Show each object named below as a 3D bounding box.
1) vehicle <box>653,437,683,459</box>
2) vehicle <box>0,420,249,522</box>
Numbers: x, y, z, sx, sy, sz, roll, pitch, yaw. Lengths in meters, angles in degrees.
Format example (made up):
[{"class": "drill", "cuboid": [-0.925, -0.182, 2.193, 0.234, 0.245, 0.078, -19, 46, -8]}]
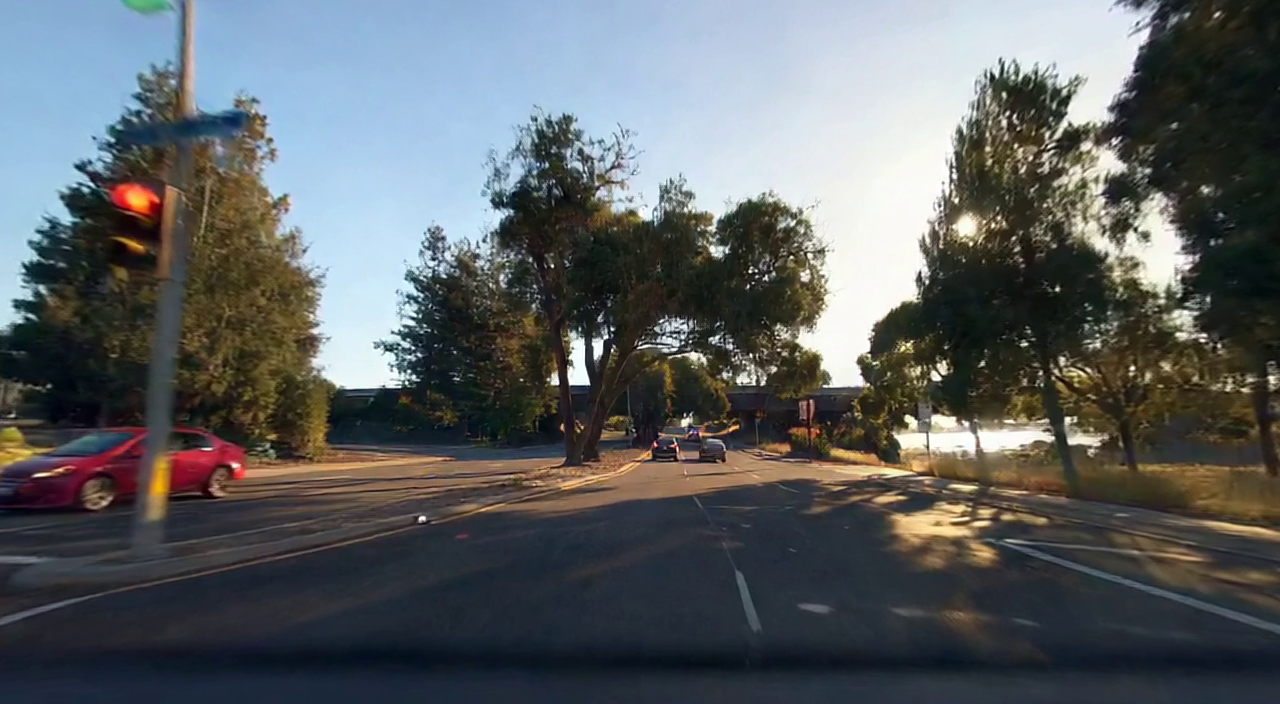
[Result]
[{"class": "vehicle", "cuboid": [1.977, 6.733, 44.275, 2.039, 1.462, 4.203, 0, -9, 3]}, {"class": "vehicle", "cuboid": [-10.762, 2.366, 13.029, 2.133, 1.696, 4.586, -1, -9, 5]}]
